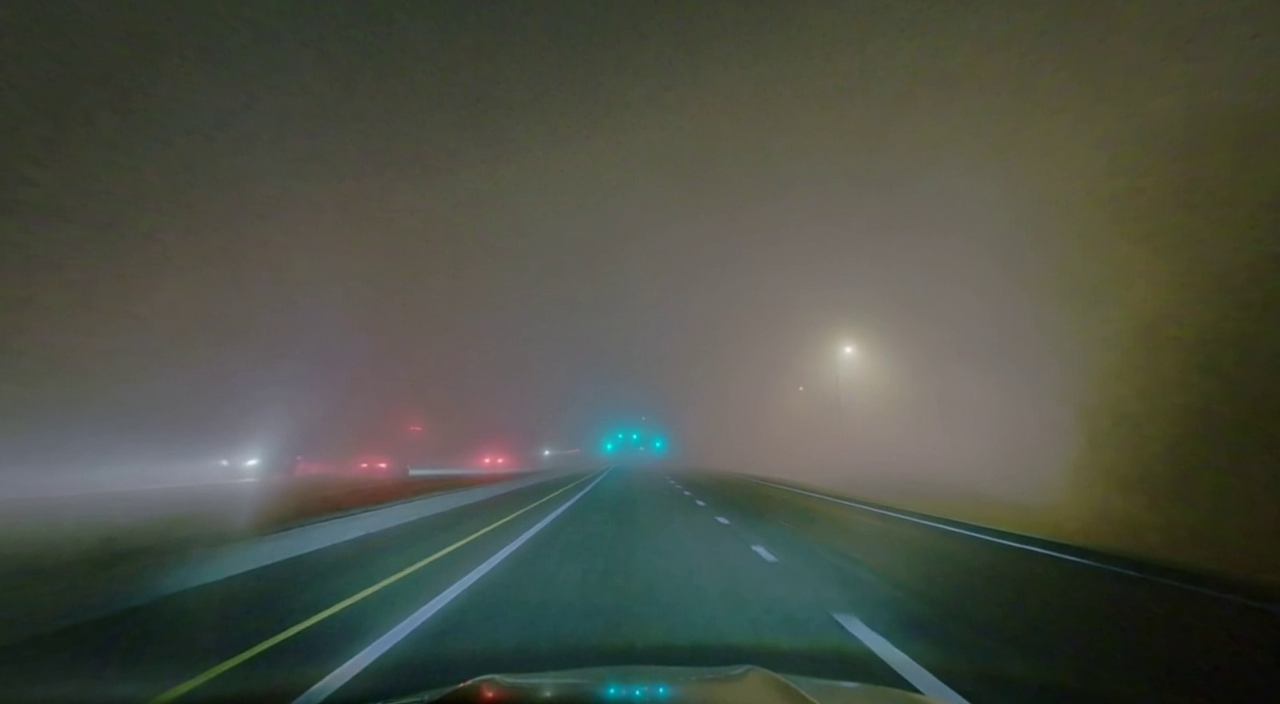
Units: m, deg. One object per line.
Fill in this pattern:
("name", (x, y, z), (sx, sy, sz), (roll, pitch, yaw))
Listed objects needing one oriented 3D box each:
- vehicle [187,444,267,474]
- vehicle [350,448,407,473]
("vehicle", (-30.513, 7.900, 46.832), (2.204, 2.020, 5.494), (0, -9, 0))
("vehicle", (-17.015, 7.070, 41.196), (1.955, 1.533, 4.097), (0, -9, 0))
